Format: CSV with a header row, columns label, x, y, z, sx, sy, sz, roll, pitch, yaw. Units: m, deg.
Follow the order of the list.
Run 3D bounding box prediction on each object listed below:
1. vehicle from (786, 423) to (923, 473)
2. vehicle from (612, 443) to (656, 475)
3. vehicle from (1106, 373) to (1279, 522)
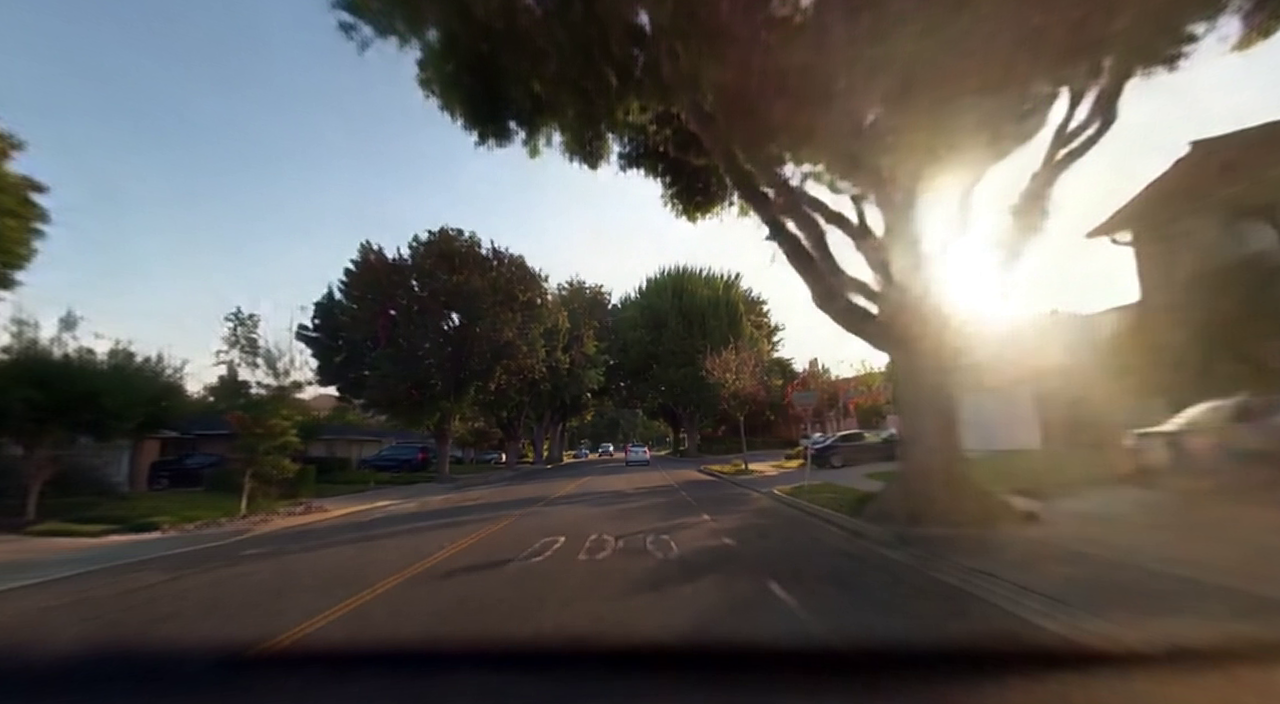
label,x,y,z,sx,sy,sz,roll,pitch,yaw
vehicle,8.689,3.940,25.936,4.740,1.467,2.074,-6,-8,-3
vehicle,-0.307,5.443,32.325,2.098,1.483,4.099,0,-9,0
vehicle,9.524,1.126,8.643,4.634,1.723,1.966,-4,-8,-2
